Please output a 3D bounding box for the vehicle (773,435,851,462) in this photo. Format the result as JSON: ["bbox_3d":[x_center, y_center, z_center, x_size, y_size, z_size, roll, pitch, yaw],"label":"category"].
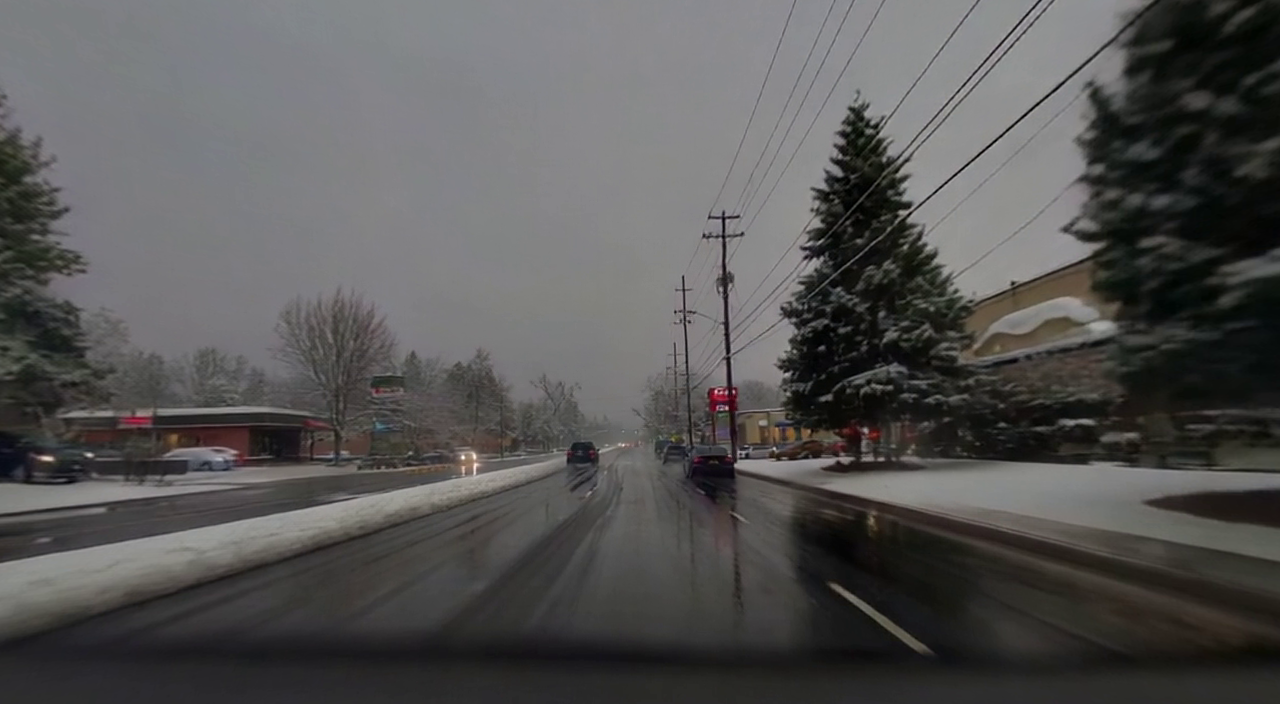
[{"bbox_3d":[12.179,6.859,44.751,4.832,1.813,2.170,1,-9,-6],"label":"vehicle"}]

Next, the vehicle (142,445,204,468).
[{"bbox_3d":[-34.521,7.749,46.714,1.923,1.597,4.127,1,-9,-9],"label":"vehicle"}]

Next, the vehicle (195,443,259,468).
[{"bbox_3d":[-31.228,7.839,47.817,1.859,1.704,4.366,-1,-9,-1],"label":"vehicle"}]

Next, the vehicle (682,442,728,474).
[{"bbox_3d":[3.343,5.544,33.141,1.978,1.455,4.195,2,-9,0],"label":"vehicle"}]

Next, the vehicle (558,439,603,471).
[{"bbox_3d":[-3.234,5.690,35.070,2.047,1.664,4.148,0,-9,0],"label":"vehicle"}]

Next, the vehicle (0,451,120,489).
[{"bbox_3d":[-26.040,5.250,28.349,1.823,1.412,4.255,-1,-8,-4],"label":"vehicle"}]
